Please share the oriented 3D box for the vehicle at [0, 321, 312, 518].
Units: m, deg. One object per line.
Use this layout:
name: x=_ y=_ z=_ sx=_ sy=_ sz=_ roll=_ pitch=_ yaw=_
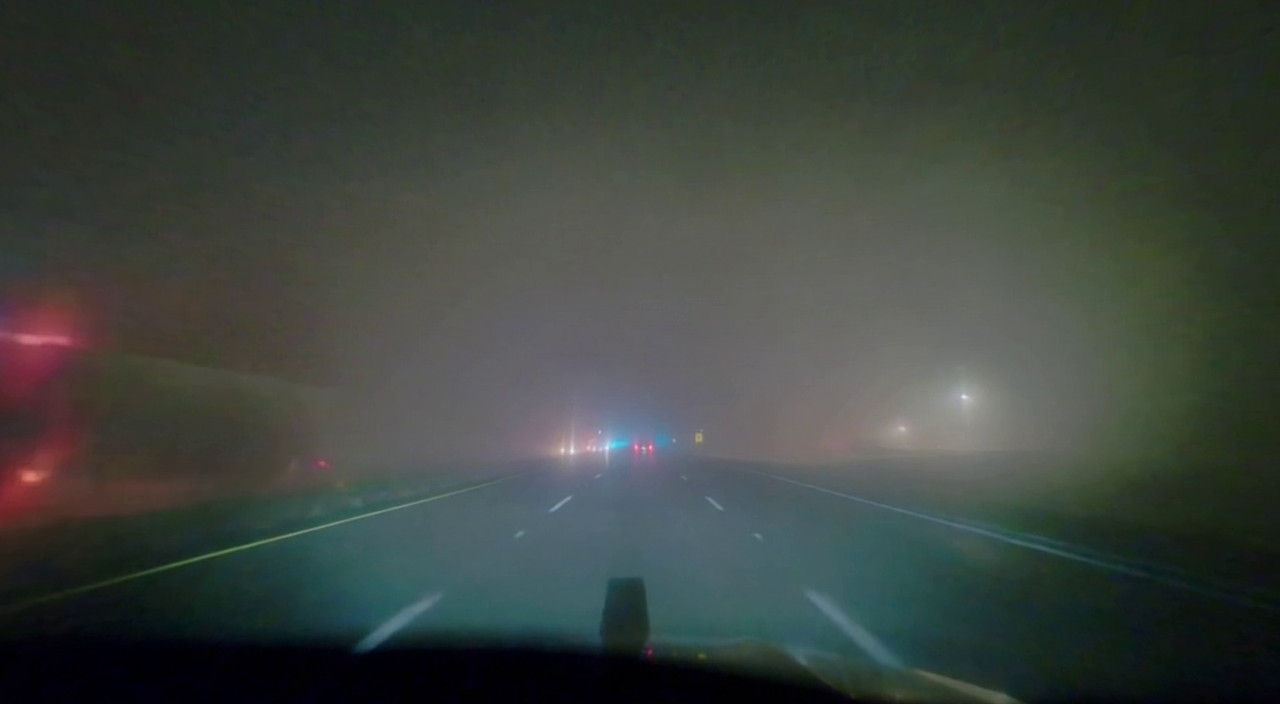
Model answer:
vehicle: x=-14.951 y=2.185 z=18.540 sx=2.953 sy=4.112 sz=14.059 roll=0 pitch=-8 yaw=0
